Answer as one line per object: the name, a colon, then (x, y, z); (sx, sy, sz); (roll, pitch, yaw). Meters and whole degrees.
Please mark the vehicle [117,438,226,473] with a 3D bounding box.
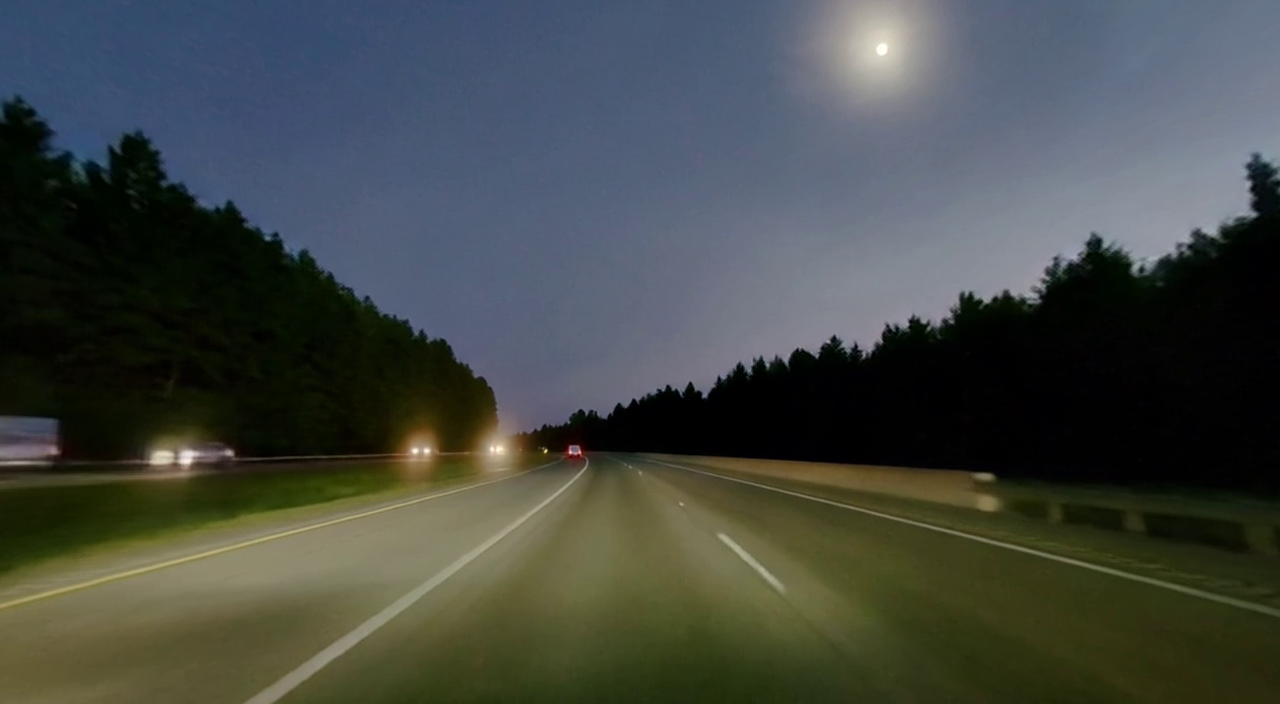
vehicle: (-20.798, 4.626, 28.260); (1.859, 1.461, 4.033); (0, -9, -2)
